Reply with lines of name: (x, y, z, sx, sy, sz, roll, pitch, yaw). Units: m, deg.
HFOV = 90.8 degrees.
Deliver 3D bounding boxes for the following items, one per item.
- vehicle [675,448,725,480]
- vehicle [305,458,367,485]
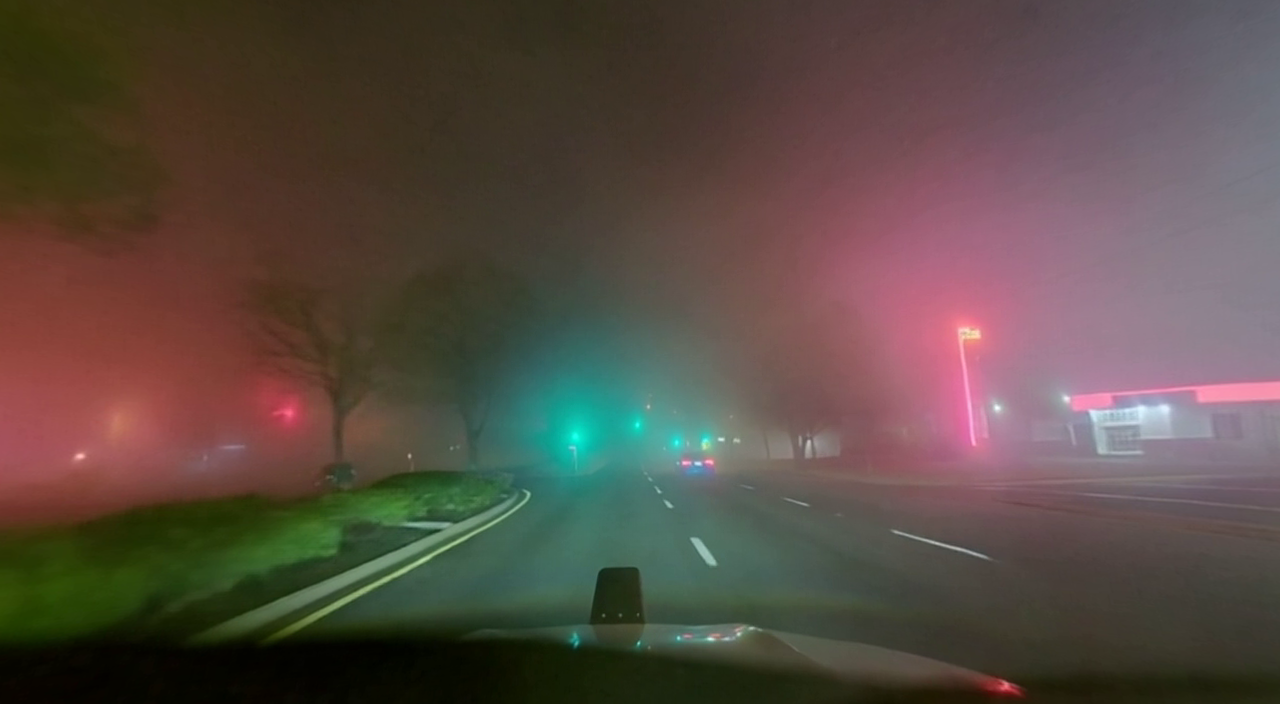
vehicle: (2.859, 5.428, 30.888, 1.929, 1.411, 4.284, 1, -9, -1)
vehicle: (-20.013, 7.869, 41.789, 1.949, 1.610, 4.279, 1, -9, 0)
